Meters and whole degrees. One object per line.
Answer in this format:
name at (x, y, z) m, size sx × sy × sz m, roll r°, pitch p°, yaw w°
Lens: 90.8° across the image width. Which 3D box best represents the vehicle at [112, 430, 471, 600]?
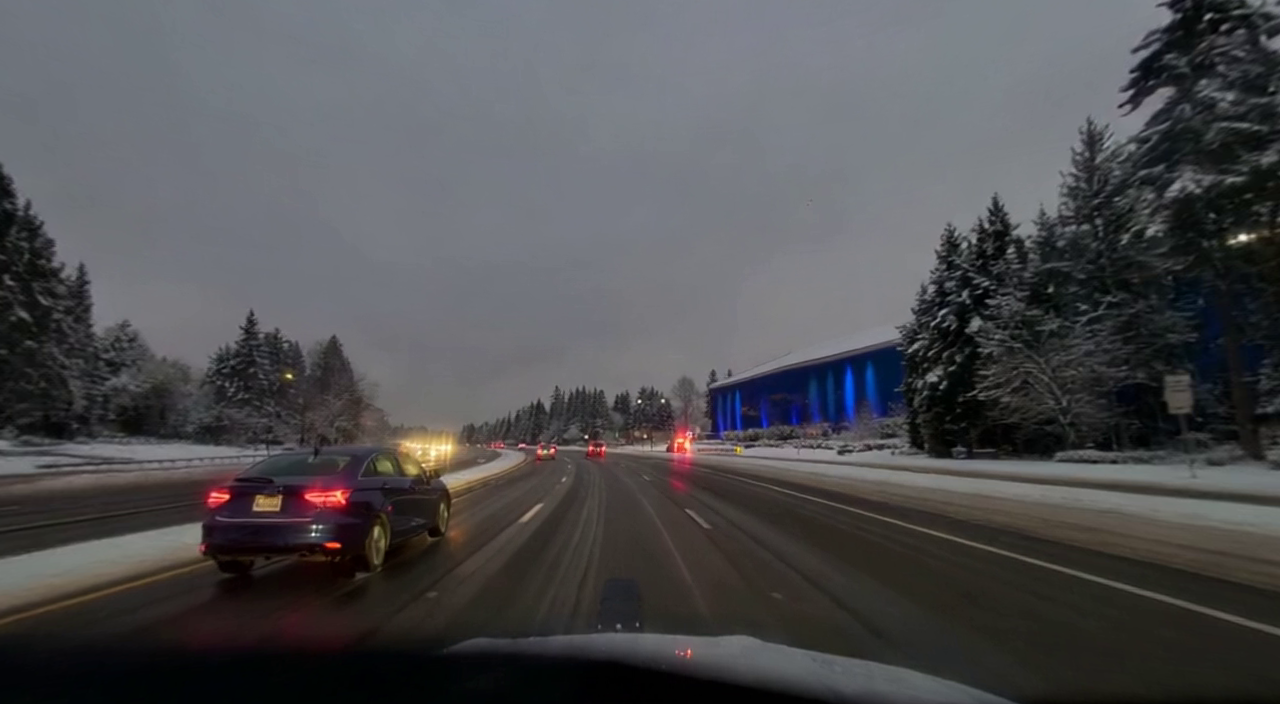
vehicle at (-3.667, 1.762, 7.820) m, size 2.018 × 1.476 × 4.364 m, roll 0°, pitch -8°, yaw -1°
